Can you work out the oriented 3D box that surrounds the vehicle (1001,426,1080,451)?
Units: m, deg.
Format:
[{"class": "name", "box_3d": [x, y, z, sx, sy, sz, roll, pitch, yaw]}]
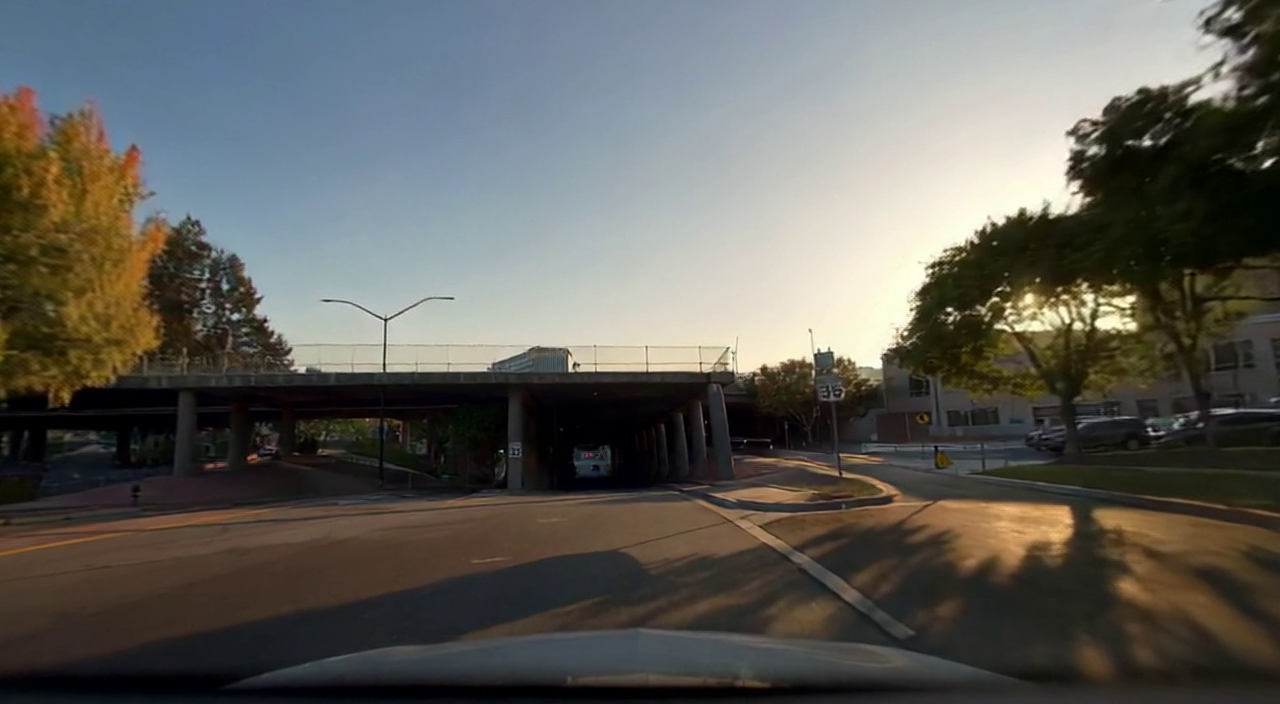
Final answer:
[{"class": "vehicle", "box_3d": [24.677, 5.381, 39.105, 1.931, 1.465, 4.207, 0, -8, -4]}]

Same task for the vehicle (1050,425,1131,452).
[{"class": "vehicle", "box_3d": [27.386, 5.242, 38.559, 1.901, 1.525, 3.948, -1, -7, -3]}]

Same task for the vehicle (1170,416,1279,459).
[{"class": "vehicle", "box_3d": [25.175, 3.520, 26.433, 1.794, 1.488, 4.553, 0, -4, -5]}]
